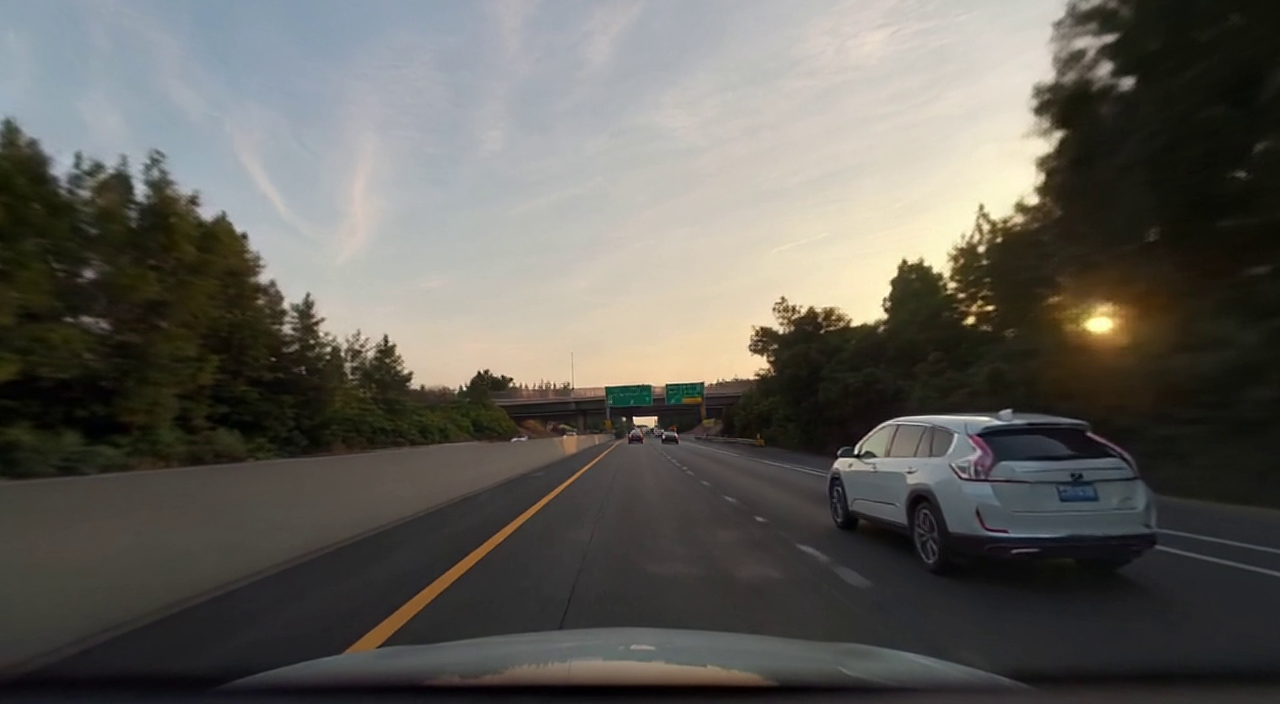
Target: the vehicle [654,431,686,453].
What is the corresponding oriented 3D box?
[{"bbox_3d":[2.107,6.417,44.969,1.981,1.490,3.449,0,-8,-3],"label":"vehicle"}]
